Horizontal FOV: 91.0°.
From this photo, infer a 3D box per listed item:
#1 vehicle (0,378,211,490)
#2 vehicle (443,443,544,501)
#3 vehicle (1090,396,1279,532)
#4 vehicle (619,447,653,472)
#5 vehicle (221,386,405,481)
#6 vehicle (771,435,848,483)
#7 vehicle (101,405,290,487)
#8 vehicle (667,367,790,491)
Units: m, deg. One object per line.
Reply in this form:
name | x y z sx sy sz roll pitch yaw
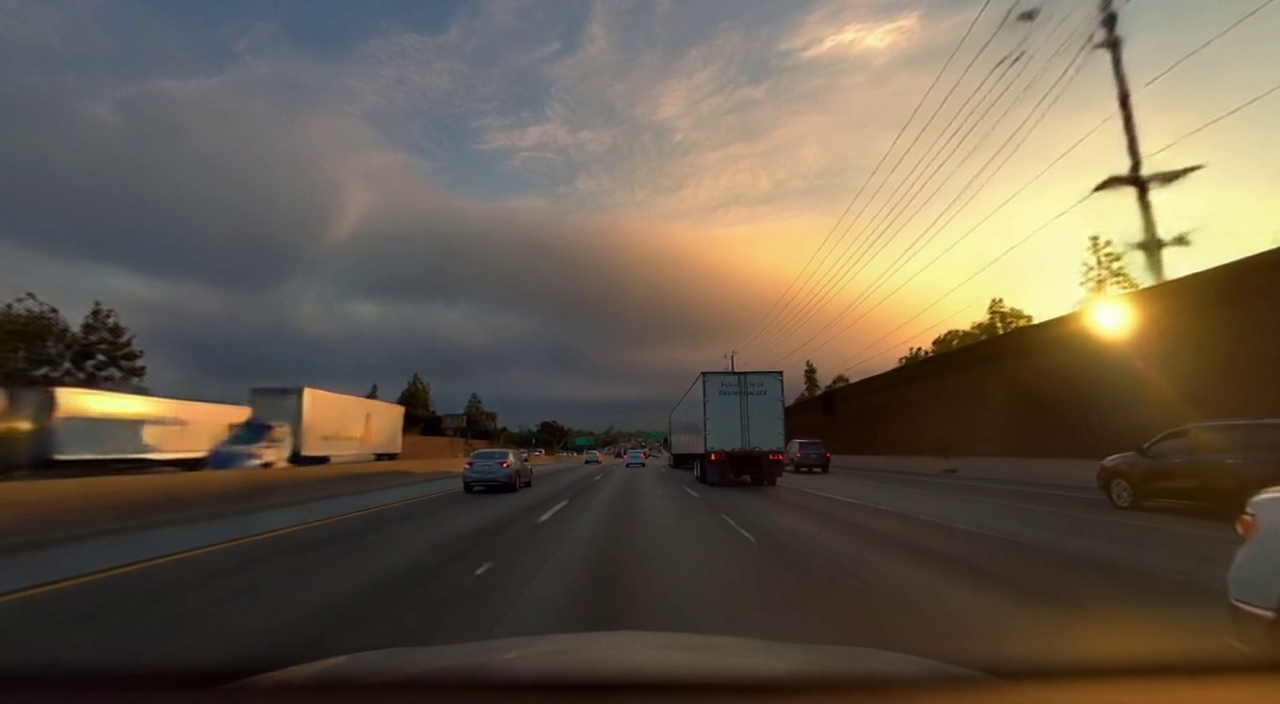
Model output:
vehicle | -22.209 3.350 24.895 2.938 3.573 10.673 0 -9 0
vehicle | -4.147 3.439 18.484 1.968 1.507 3.829 0 -9 1
vehicle | 11.373 1.927 10.999 2.420 2.141 5.994 0 -9 -2
vehicle | -0.224 6.785 39.833 2.047 1.485 3.938 0 -9 1
vehicle | -14.886 4.020 30.165 3.017 3.713 10.643 0 -9 0
vehicle | 7.415 4.721 28.049 2.079 1.938 4.630 0 -9 0
vehicle | -18.542 4.042 27.058 2.762 3.012 7.272 0 -9 0
vehicle | 3.262 3.755 28.968 2.907 4.109 16.177 0 -9 -2
